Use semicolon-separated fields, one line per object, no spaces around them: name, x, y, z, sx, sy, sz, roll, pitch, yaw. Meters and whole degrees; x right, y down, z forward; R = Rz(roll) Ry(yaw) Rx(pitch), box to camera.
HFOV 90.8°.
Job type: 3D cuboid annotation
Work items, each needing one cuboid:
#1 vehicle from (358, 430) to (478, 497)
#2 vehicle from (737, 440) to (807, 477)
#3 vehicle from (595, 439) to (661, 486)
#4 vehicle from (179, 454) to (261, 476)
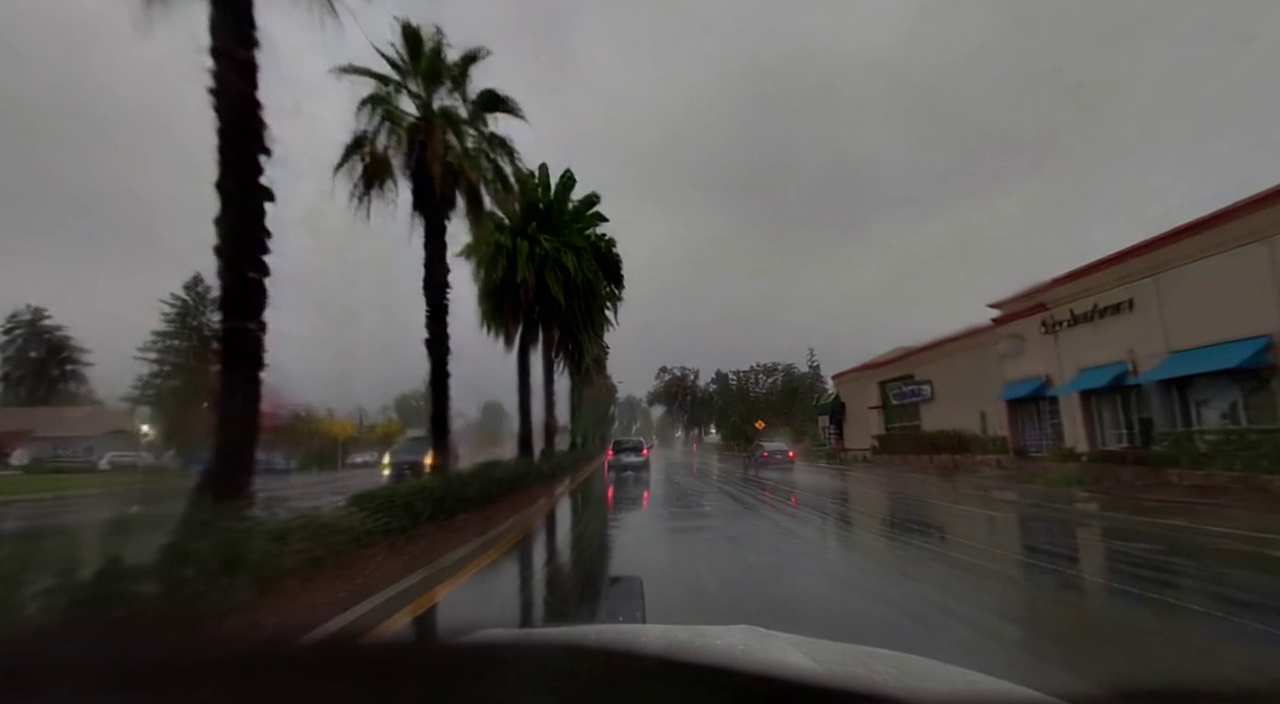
vehicle;-6.320;3.232;18.605;2.156;1.702;4.379;1;-9;-4
vehicle;6.239;5.082;30.445;2.244;1.618;4.585;0;-9;-2
vehicle;-0.393;3.864;22.350;2.106;1.496;3.964;0;-9;0
vehicle;-30.958;8.347;46.652;4.544;1.533;2.026;0;-9;0
